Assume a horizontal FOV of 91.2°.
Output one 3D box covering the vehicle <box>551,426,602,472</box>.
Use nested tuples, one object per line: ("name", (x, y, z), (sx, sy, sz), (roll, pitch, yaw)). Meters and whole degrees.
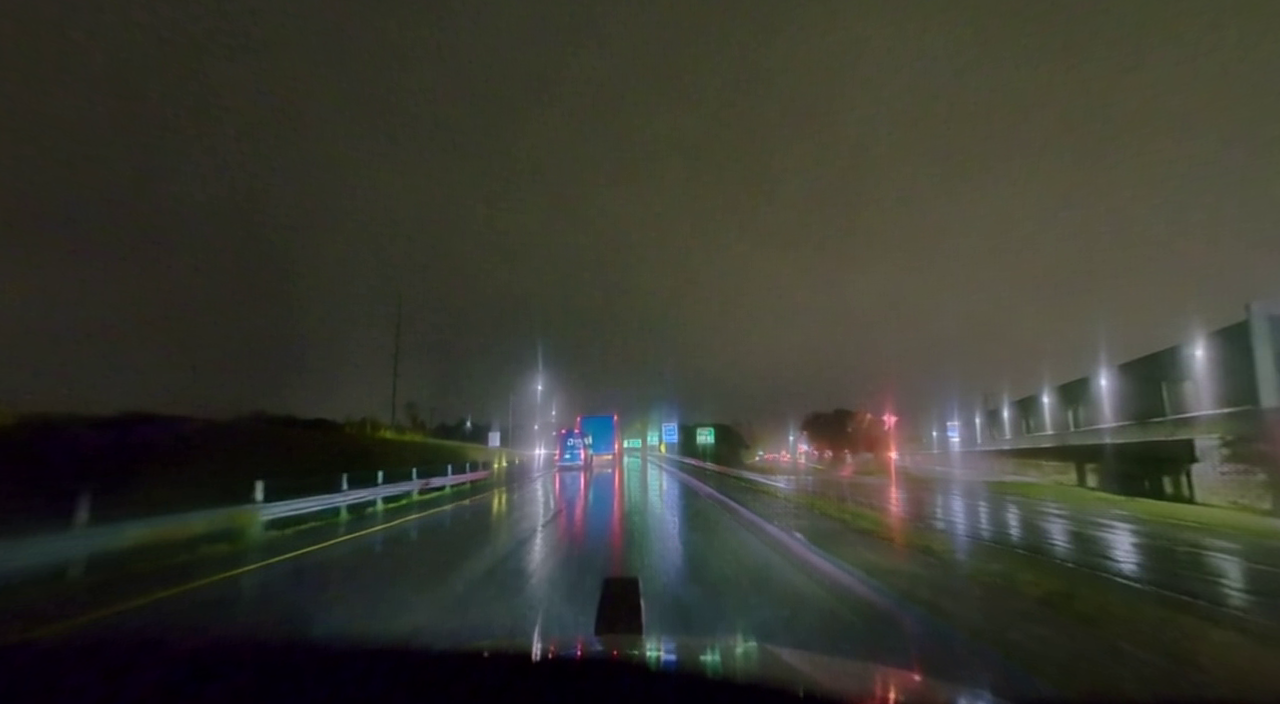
("vehicle", (-3.849, 6.090, 39.357), (2.463, 2.640, 7.034), (0, -9, 0))
